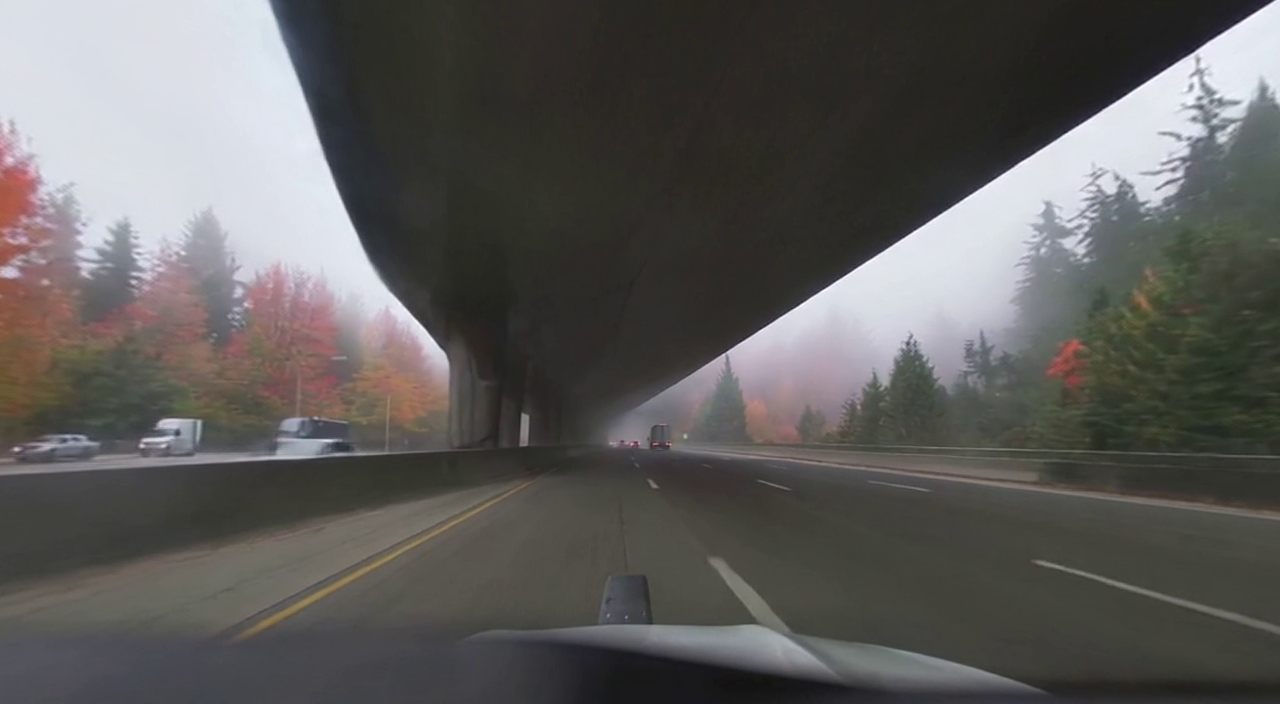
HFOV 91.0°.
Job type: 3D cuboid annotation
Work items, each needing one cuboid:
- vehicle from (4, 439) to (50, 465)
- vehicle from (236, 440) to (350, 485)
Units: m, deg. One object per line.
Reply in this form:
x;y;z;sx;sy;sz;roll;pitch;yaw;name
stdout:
-46.982;7.633;48.177;4.792;1.890;2.001;-7;-11;41;vehicle
-13.640;4.334;25.084;2.033;1.623;4.498;0;-8;-1;vehicle
